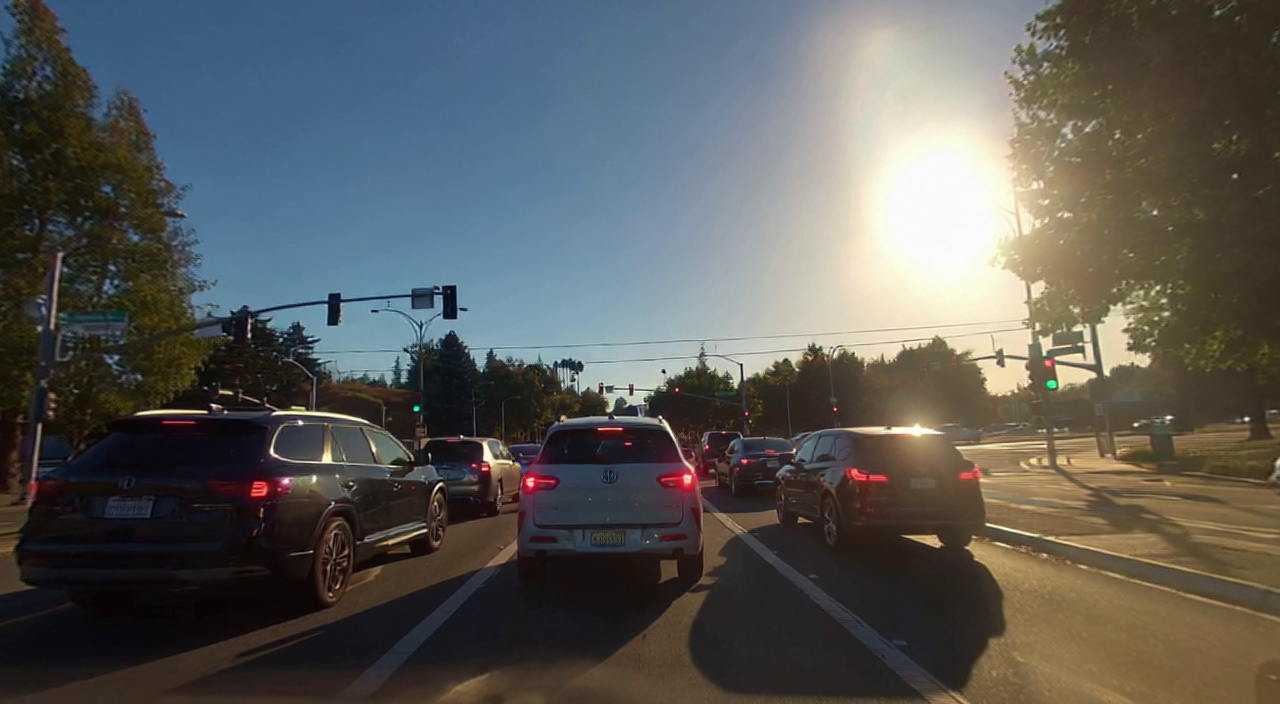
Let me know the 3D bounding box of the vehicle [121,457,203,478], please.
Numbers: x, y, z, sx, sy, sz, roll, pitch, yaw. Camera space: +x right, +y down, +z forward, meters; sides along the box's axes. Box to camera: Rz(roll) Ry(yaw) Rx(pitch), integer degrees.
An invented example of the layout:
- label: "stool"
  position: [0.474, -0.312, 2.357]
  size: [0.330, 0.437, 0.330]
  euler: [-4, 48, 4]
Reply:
- label: "vehicle"
  position: [-37.306, 9.011, 49.067]
  size: [4.914, 1.487, 1.850]
  euler: [0, -8, 1]

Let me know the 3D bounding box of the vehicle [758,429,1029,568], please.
- label: "vehicle"
  position: [3.154, 1.908, 9.043]
  size: [1.971, 1.473, 4.495]
  euler: [0, -8, -1]

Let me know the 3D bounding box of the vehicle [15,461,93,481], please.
- label: "vehicle"
  position: [-45.688, 9.264, 49.000]
  size: [4.232, 1.498, 1.791]
  euler: [0, -8, 1]

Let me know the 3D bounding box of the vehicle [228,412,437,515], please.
- label: "vehicle"
  position: [-6.714, 2.503, 14.585]
  size: [2.214, 1.953, 5.017]
  euler: [0, -8, 1]

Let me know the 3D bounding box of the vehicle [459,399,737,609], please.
- label: "vehicle"
  position: [-0.309, 1.534, 7.210]
  size: [2.256, 1.694, 4.055]
  euler: [0, -8, 1]

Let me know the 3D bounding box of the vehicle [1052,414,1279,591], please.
- label: "vehicle"
  position: [6.570, 1.444, 6.325]
  size: [1.941, 1.532, 4.152]
  euler: [0, -8, -1]
